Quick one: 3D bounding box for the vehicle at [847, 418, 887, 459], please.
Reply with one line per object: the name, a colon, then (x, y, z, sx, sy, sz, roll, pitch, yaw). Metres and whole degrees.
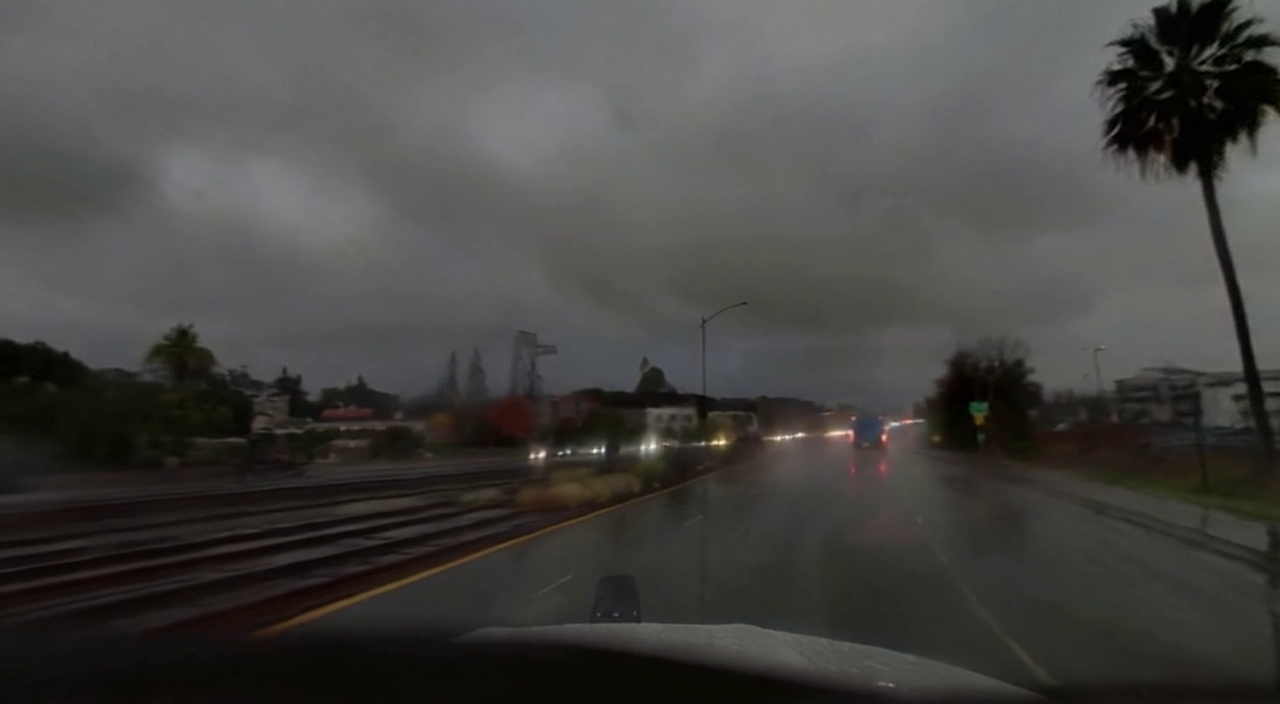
vehicle: (17.421, 6.654, 48.567, 2.606, 3.020, 4.180, -3, -8, 19)
